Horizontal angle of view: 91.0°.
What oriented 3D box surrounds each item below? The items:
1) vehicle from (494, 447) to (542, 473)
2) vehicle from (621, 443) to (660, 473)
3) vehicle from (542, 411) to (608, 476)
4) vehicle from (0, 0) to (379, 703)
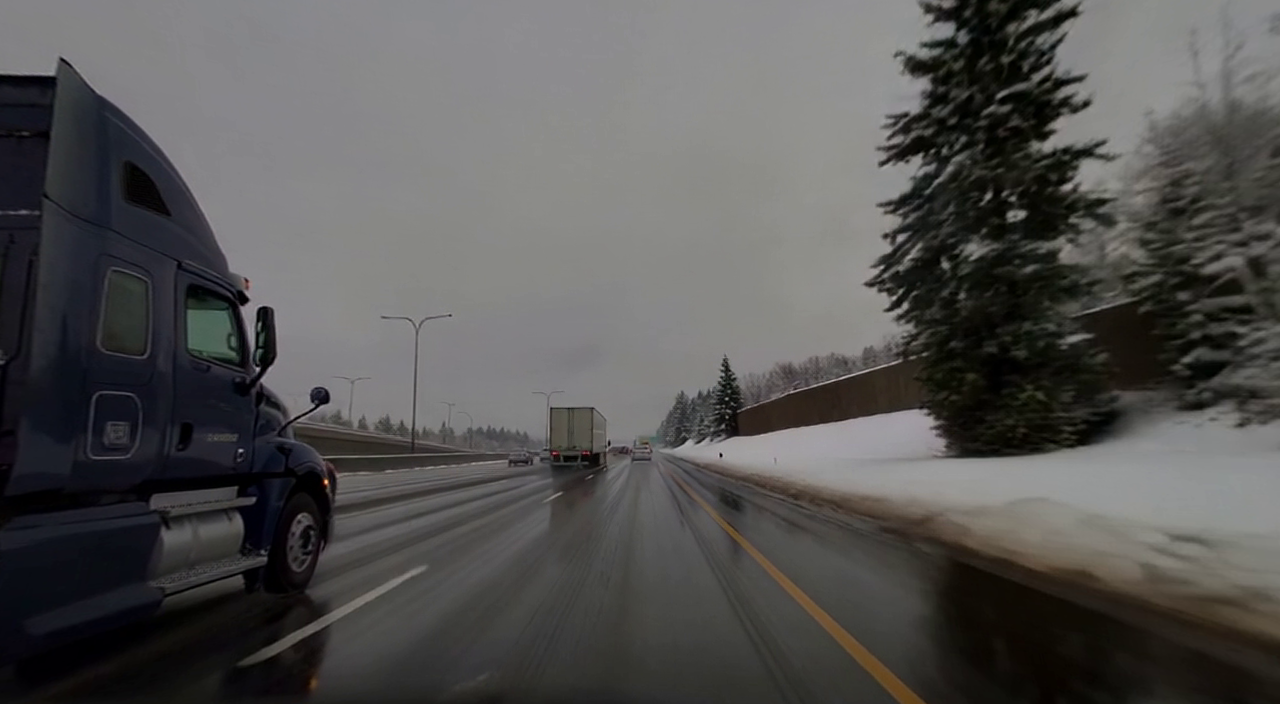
[{"bbox_3d":[-7.249,6.456,37.841,1.962,1.489,4.002,0,-9,1],"label":"vehicle"},{"bbox_3d":[0.037,6.201,37.110,2.178,1.640,4.071,0,-9,1],"label":"vehicle"},{"bbox_3d":[-3.627,5.490,37.676,2.956,3.331,9.575,0,-9,0],"label":"vehicle"},{"bbox_3d":[-3.712,-0.089,0.281,3.025,3.266,9.256,0,-9,1],"label":"vehicle"}]
